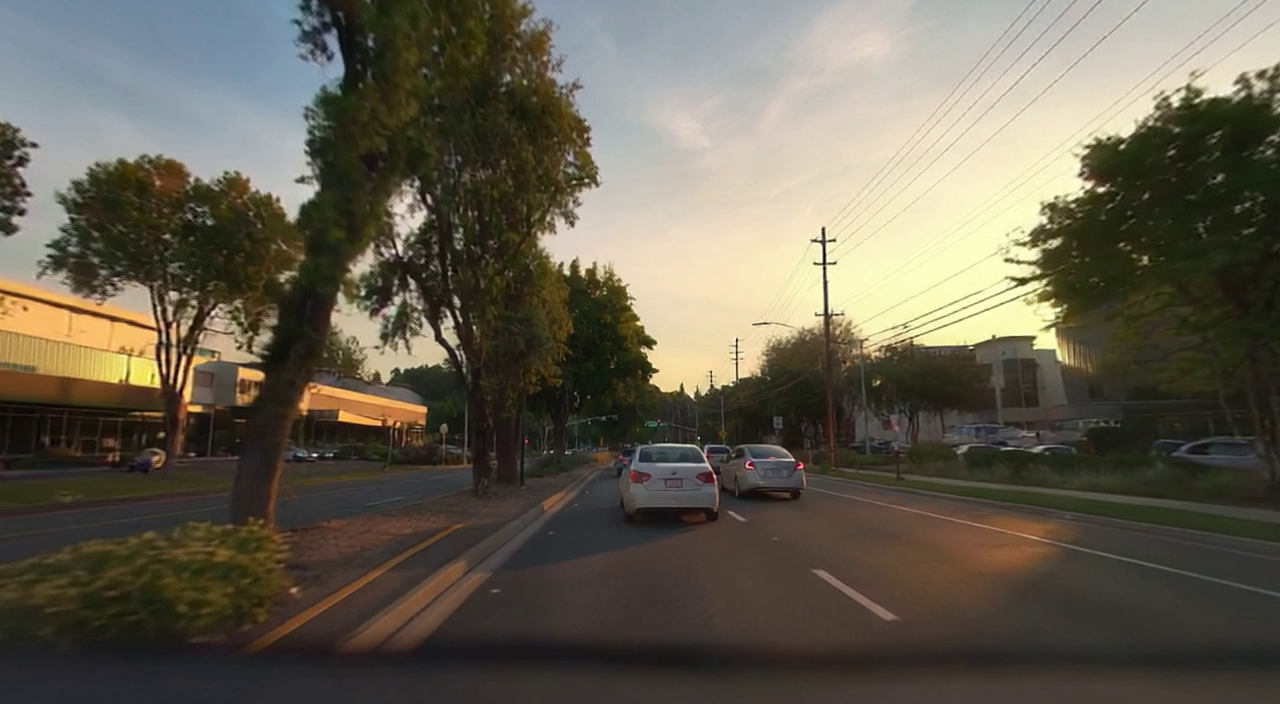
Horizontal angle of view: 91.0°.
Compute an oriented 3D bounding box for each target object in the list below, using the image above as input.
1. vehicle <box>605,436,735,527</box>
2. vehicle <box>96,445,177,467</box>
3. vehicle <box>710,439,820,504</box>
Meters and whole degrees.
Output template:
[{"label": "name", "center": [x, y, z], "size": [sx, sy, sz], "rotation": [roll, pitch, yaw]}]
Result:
[{"label": "vehicle", "center": [0.398, 2.435, 12.446], "size": [2.144, 1.473, 4.028], "rotation": [1, -8, -3]}, {"label": "vehicle", "center": [-38.993, 8.056, 48.865], "size": [1.804, 1.478, 4.485], "rotation": [-3, -8, 25]}, {"label": "vehicle", "center": [3.127, 3.082, 16.672], "size": [1.985, 1.489, 4.036], "rotation": [0, -8, -1]}]
